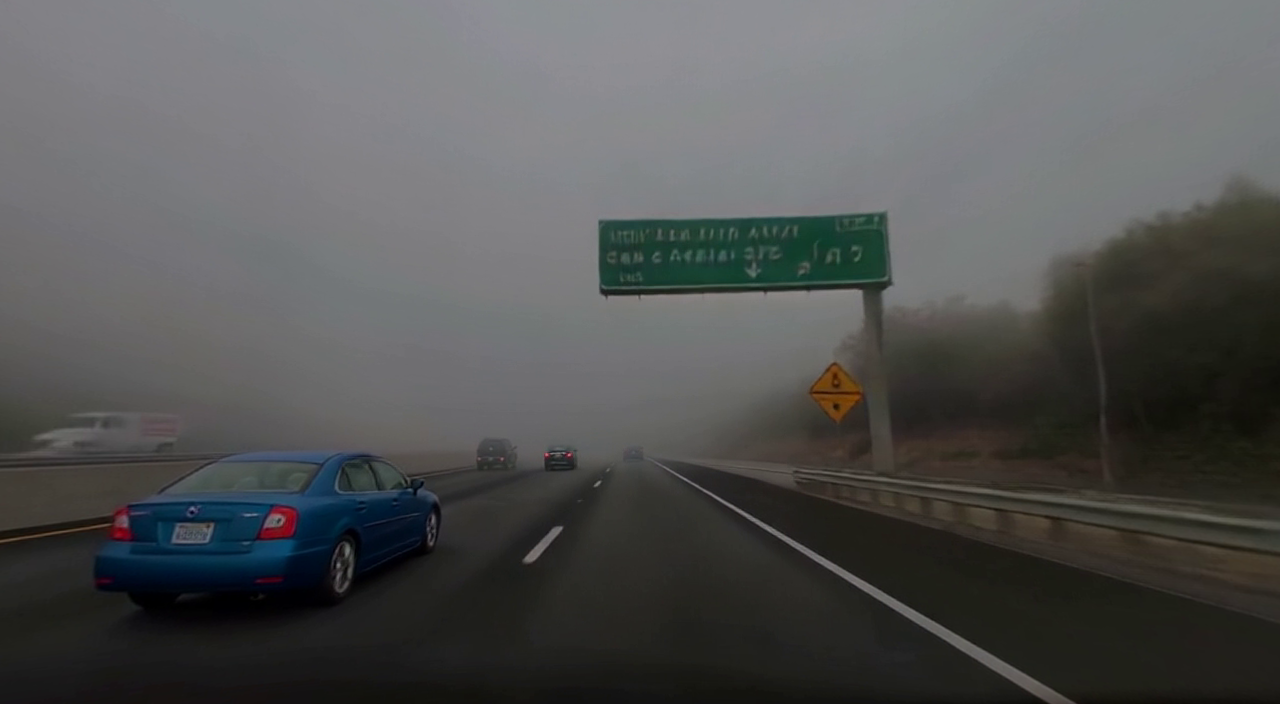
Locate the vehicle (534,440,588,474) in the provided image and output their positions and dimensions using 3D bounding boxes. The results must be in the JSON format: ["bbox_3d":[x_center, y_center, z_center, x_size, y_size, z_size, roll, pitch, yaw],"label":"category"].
[{"bbox_3d":[-3.660,4.948,29.985,2.068,1.501,4.395,0,-8,-1],"label":"vehicle"}]

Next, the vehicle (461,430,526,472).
[{"bbox_3d":[-7.544,5.172,33.154,2.171,1.982,5.246,0,-8,-1],"label":"vehicle"}]

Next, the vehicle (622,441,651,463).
[{"bbox_3d":[-0.308,7.315,46.193,2.018,1.508,4.087,0,-8,-2],"label":"vehicle"}]

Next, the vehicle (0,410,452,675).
[{"bbox_3d":[-3.444,1.426,5.913,2.025,1.506,4.429,0,-8,0],"label":"vehicle"}]
